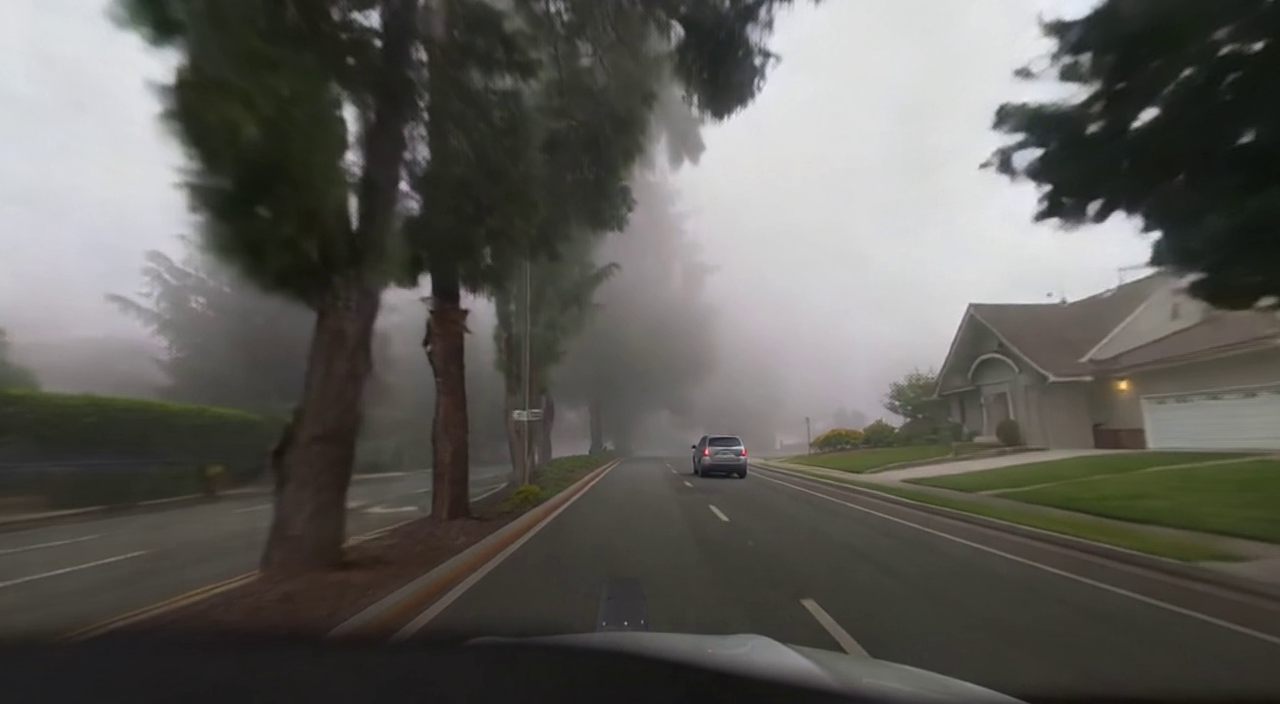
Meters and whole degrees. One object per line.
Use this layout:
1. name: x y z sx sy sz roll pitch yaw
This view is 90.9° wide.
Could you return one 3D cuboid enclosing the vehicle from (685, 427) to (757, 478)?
1. vehicle: 3.024 3.896 24.578 2.180 1.773 4.639 0 -8 0
